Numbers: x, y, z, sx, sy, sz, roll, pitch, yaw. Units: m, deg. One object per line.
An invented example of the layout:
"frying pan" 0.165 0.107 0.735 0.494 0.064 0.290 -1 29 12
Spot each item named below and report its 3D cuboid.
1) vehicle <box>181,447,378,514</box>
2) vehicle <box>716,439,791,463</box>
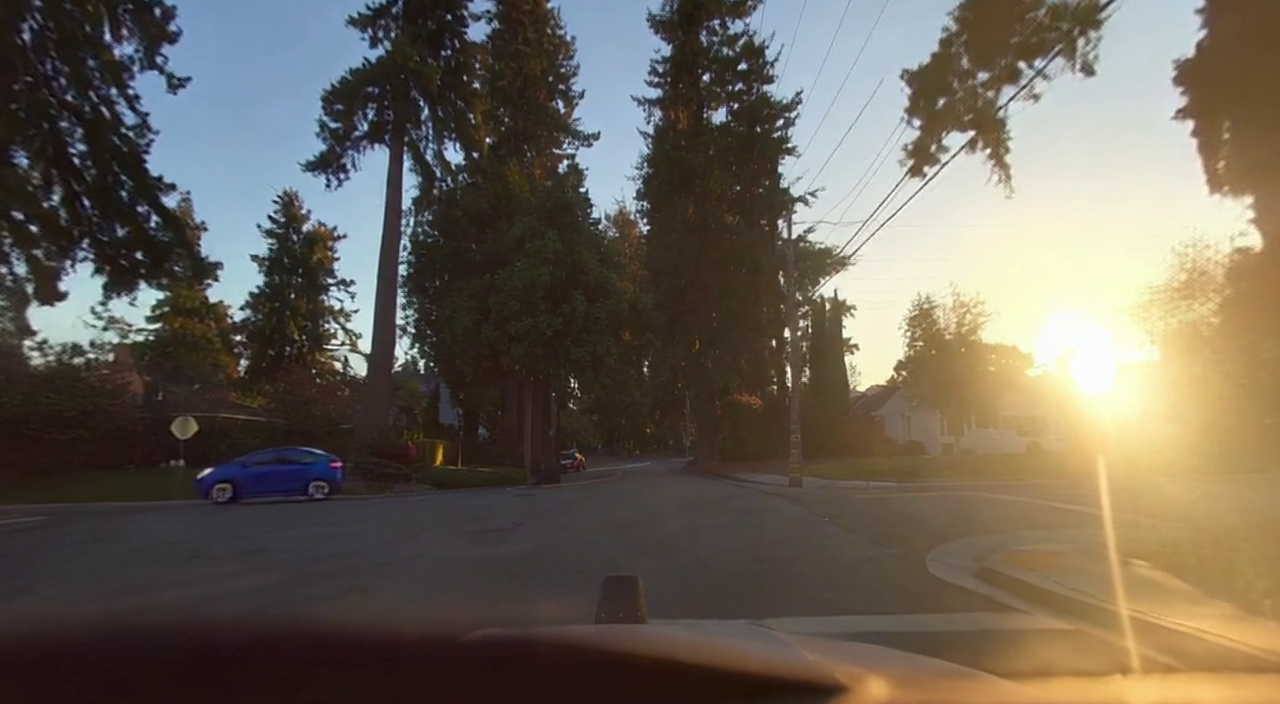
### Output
"vehicle" -9.961 3.466 17.639 4.396 1.596 1.988 6 -11 -38
"vehicle" 7.959 6.959 44.506 4.784 1.647 1.947 0 -8 -4
